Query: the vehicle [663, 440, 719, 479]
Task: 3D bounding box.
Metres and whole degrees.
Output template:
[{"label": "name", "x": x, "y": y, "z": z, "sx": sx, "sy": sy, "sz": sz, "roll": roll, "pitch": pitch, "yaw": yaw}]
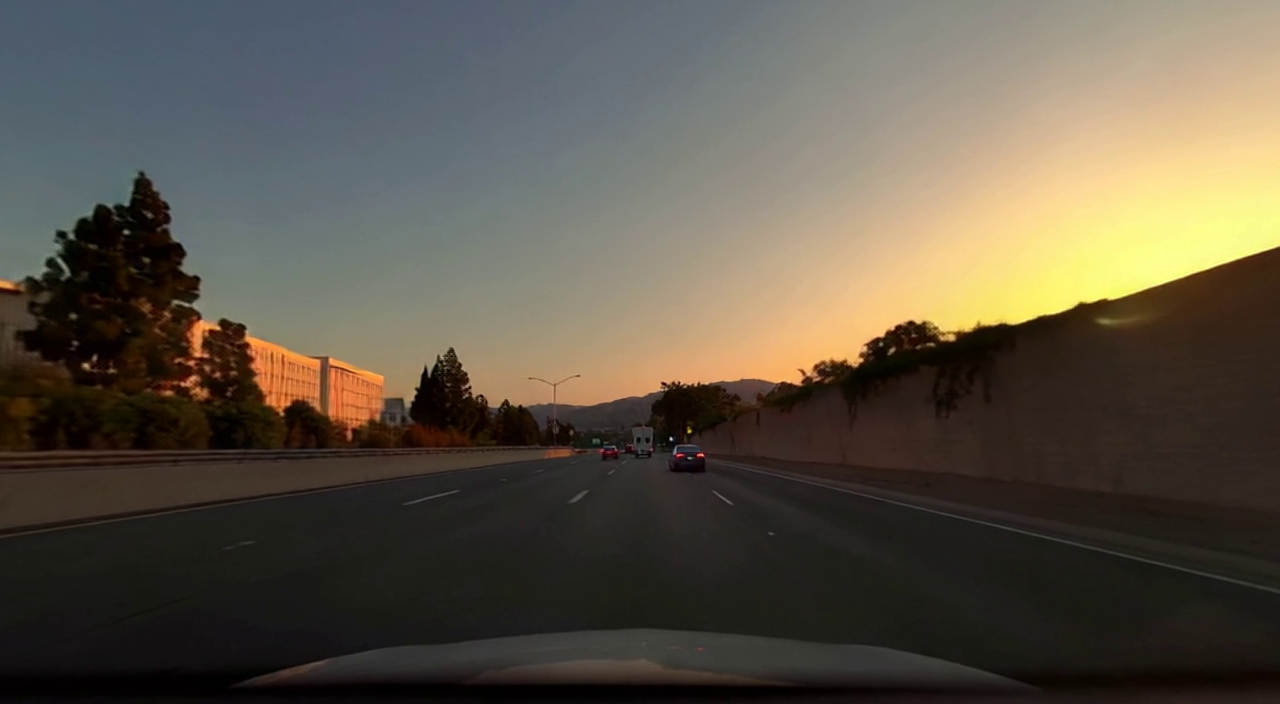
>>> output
[{"label": "vehicle", "x": 2.130, "y": 4.659, "z": 27.505, "sx": 1.973, "sy": 1.536, "sz": 4.337, "roll": 0, "pitch": -9, "yaw": -1}]
